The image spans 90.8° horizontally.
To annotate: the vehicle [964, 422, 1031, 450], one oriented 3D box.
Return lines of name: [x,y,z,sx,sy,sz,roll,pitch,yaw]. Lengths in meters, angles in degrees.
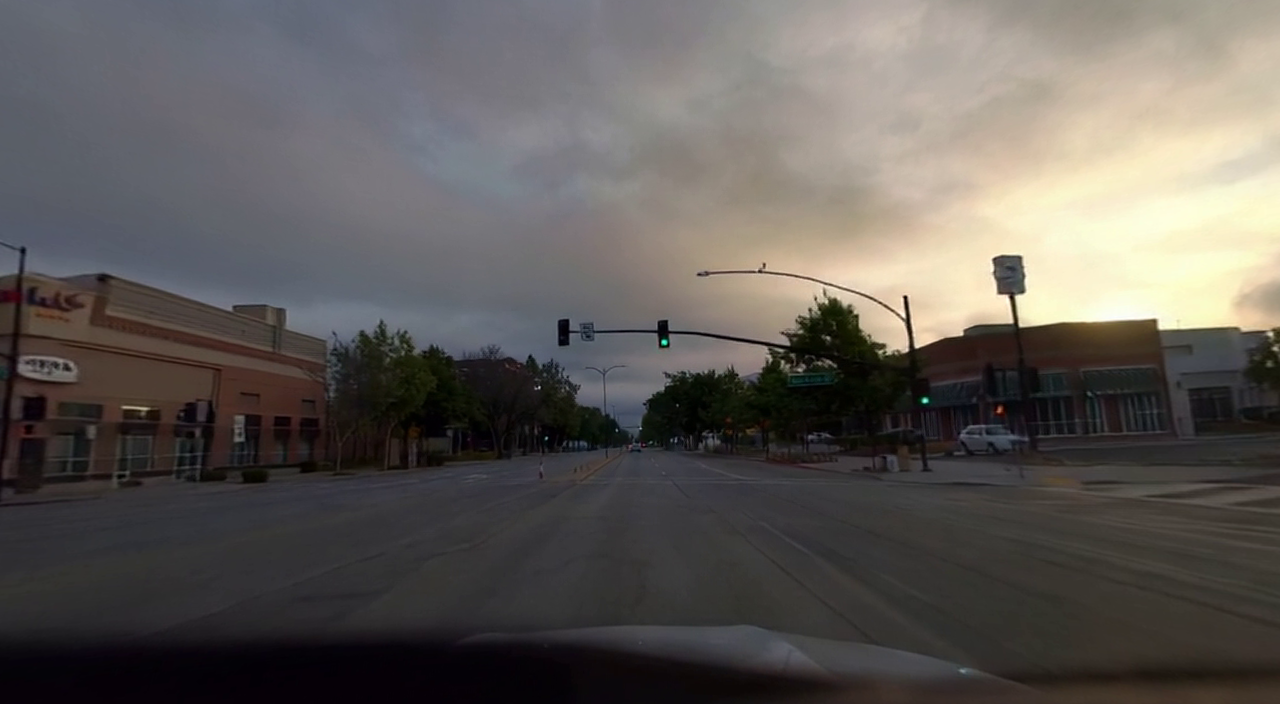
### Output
vehicle: [24.237,5.788,43.021,1.948,1.776,4.266,0,-9,-1]
